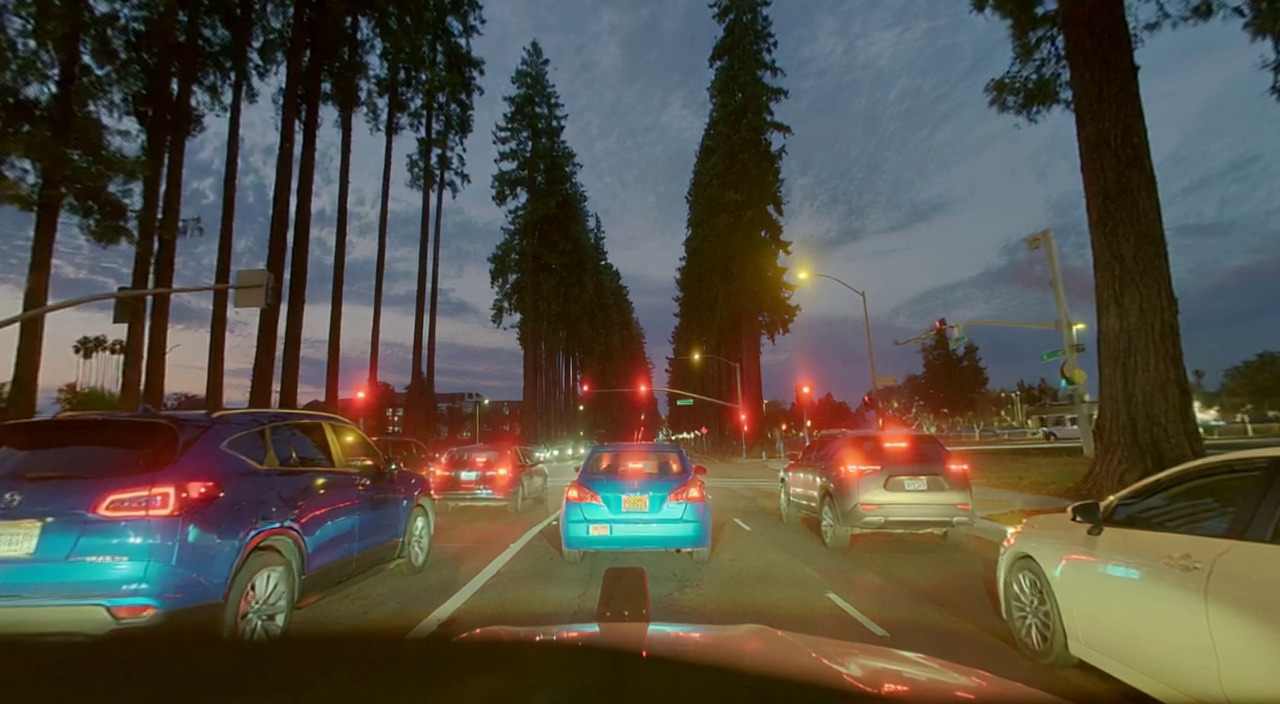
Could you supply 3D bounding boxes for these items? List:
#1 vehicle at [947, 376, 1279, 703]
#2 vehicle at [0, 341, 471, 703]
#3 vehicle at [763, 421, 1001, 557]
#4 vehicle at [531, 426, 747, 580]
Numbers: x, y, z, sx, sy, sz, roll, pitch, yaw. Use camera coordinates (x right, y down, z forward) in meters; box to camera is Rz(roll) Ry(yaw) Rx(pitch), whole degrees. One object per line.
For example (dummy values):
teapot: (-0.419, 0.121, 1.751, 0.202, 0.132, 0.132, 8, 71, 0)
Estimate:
vehicle: (3.328, 0.962, 2.833, 1.899, 1.588, 3.888, 0, -9, 0)
vehicle: (-3.142, 1.165, 5.067, 2.168, 1.750, 4.625, -1, -9, 1)
vehicle: (3.417, 2.017, 10.023, 2.040, 1.647, 4.379, 0, -9, 0)
vehicle: (-0.036, 1.803, 8.323, 2.147, 1.507, 3.953, 0, -8, -1)
